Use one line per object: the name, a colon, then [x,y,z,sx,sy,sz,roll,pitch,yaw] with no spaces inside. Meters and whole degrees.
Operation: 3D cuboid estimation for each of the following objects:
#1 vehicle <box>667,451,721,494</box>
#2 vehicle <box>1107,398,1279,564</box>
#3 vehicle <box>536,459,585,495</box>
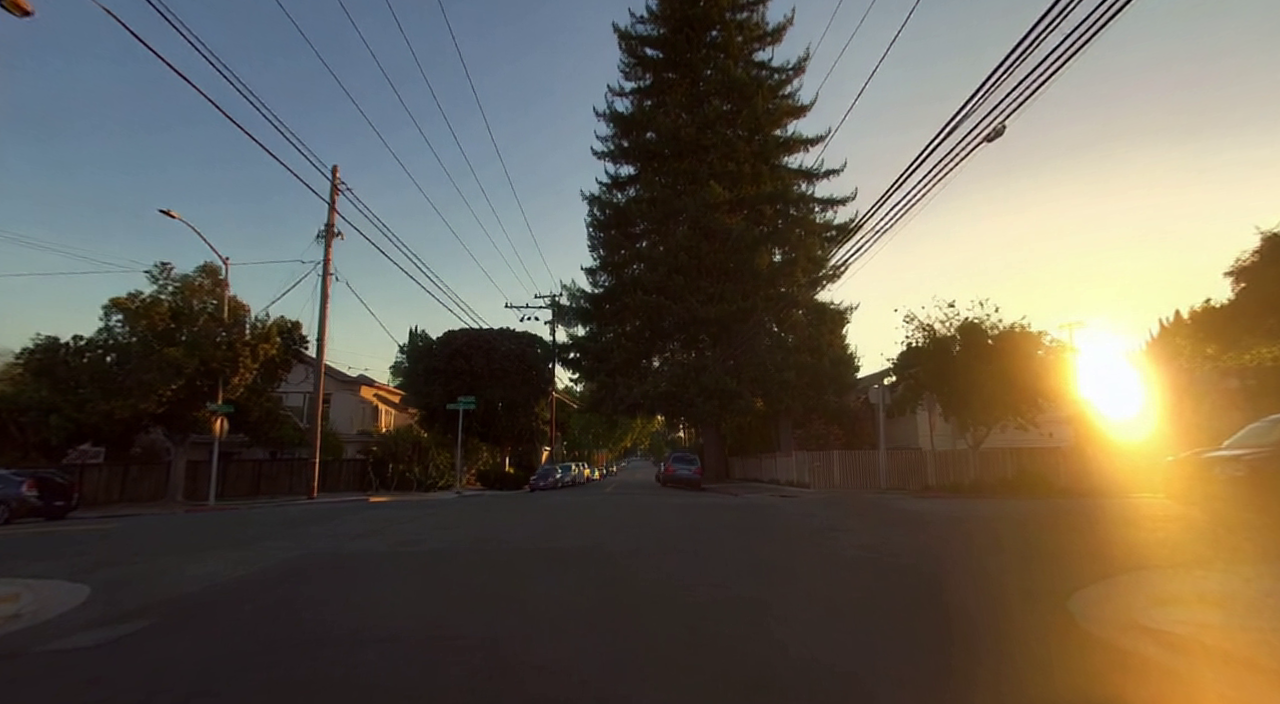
vehicle: [2.584,5.872,31.124,2.051,1.874,4.459,0,-8,-3]
vehicle: [9.698,1.674,8.619,4.677,1.949,2.334,-1,-8,3]
vehicle: [-4.291,6.822,34.682,2.189,1.771,4.571,0,-10,-1]
